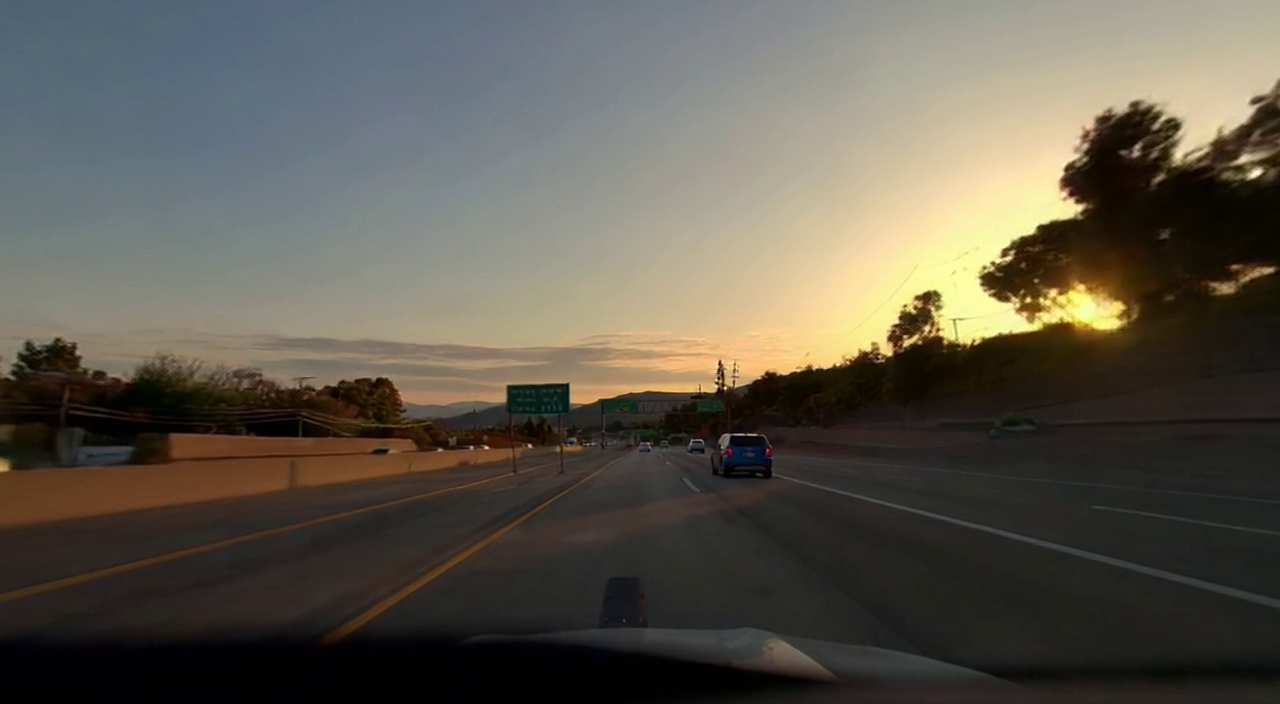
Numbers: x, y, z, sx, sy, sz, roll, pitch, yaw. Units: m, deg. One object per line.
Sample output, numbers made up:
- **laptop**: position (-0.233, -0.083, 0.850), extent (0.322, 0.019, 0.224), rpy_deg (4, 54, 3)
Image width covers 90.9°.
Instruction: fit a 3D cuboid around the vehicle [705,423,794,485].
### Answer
- **vehicle**: position (3.469, 3.330, 20.886), extent (2.120, 1.832, 4.287), rpy_deg (0, -8, -1)
